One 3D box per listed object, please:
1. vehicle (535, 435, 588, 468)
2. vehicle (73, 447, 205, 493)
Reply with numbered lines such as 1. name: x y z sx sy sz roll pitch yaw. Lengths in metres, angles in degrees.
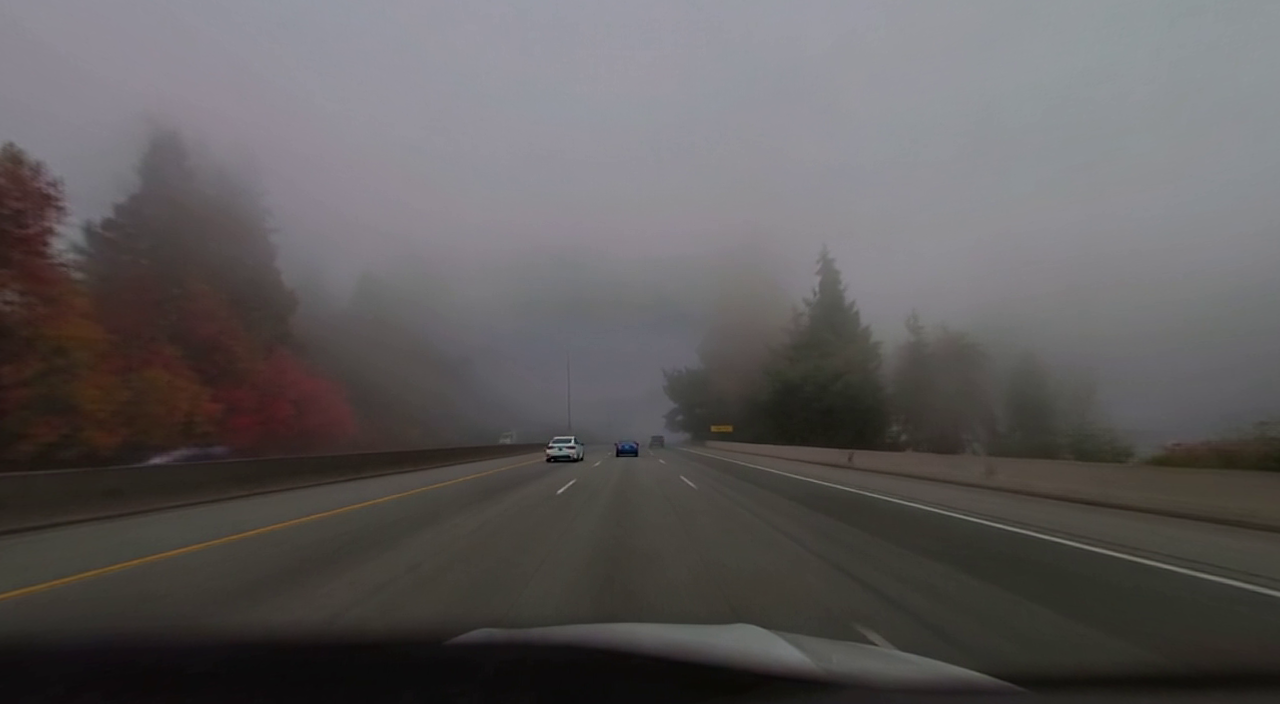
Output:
1. vehicle: -3.866 4.952 31.604 2.103 1.507 4.367 0 -8 0
2. vehicle: -20.150 4.711 25.560 1.903 1.620 4.186 0 -8 -1
